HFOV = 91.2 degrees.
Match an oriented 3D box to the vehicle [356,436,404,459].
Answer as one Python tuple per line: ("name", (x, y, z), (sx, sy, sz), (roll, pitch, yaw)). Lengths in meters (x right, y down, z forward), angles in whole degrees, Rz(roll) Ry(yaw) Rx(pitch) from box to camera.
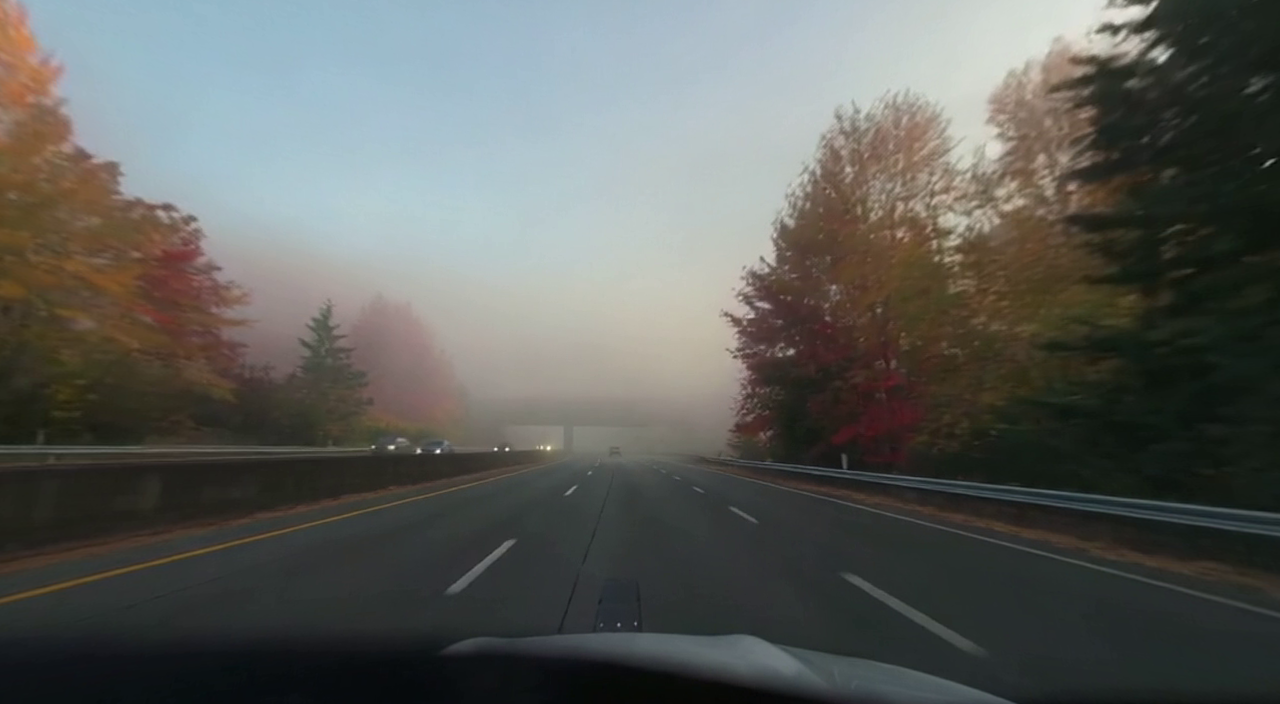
("vehicle", (-18.080, 6.671, 43.735), (1.740, 1.476, 3.752), (0, -9, -2))

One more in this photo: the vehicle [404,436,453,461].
("vehicle", (-13.642, 6.261, 40.590), (1.881, 1.494, 3.879), (1, -9, -2))
